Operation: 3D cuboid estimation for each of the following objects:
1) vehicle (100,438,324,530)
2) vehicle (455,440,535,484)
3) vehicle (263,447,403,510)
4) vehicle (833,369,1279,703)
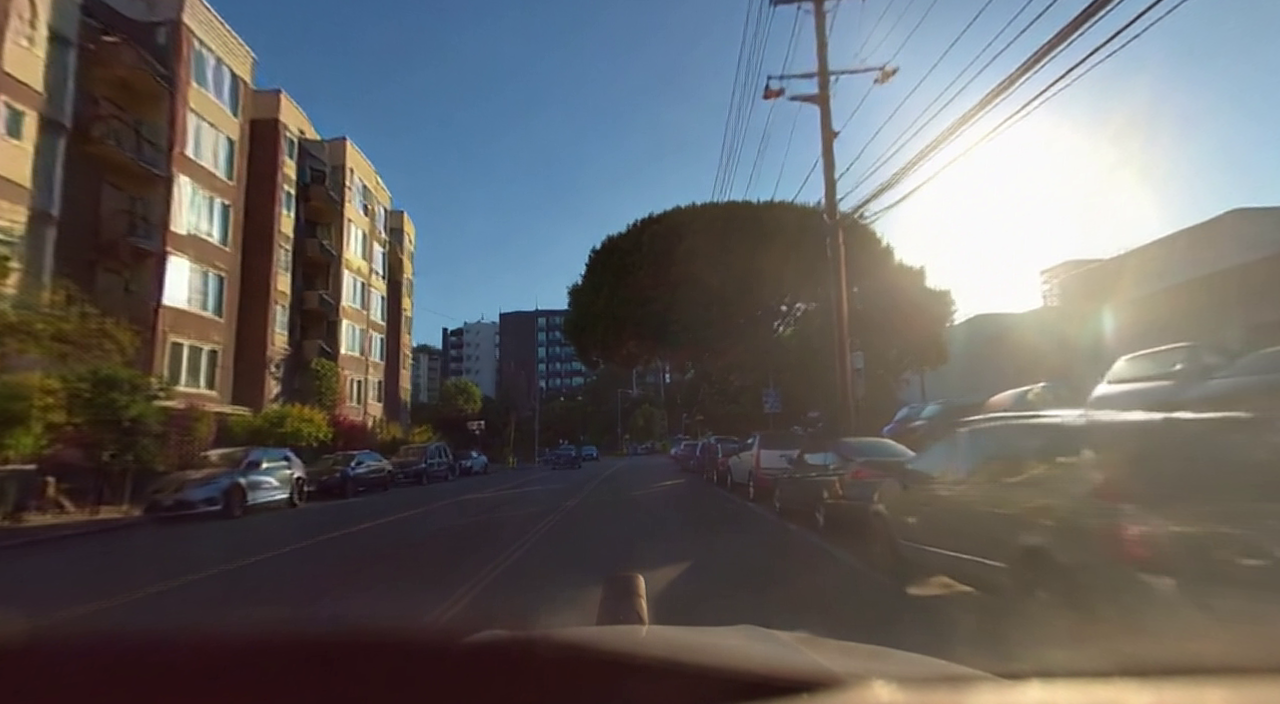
[{"bbox_3d":[-11.330,3.490,17.377,2.322,2.037,5.030,-3,-9,5],"label":"vehicle"},{"bbox_3d":[-6.362,4.884,28.324,2.081,1.760,4.598,0,-9,6],"label":"vehicle"},{"bbox_3d":[-10.737,4.387,22.509,2.134,1.775,4.706,-8,-10,8],"label":"vehicle"},{"bbox_3d":[3.234,1.202,4.709,2.037,1.622,4.270,0,-9,-3],"label":"vehicle"}]
